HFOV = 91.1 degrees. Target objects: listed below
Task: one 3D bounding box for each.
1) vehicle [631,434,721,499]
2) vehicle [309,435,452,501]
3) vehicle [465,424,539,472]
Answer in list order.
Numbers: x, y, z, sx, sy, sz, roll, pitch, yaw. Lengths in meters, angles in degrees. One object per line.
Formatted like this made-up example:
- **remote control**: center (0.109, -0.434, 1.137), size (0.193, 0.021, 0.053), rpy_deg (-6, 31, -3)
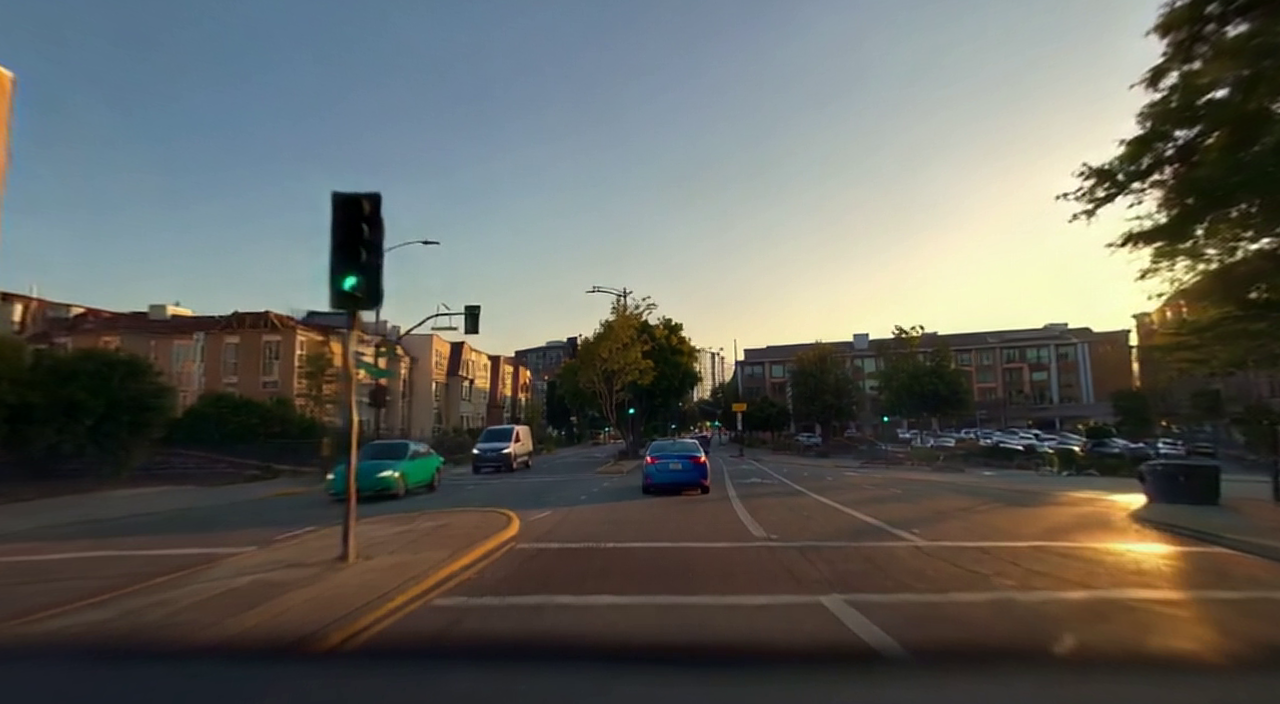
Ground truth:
- **vehicle**: center (0.897, 2.775, 15.807), size (1.950, 1.401, 4.159), rpy_deg (0, -8, 3)
- **vehicle**: center (-6.683, 2.979, 16.796), size (1.884, 1.509, 4.416), rpy_deg (0, -8, 1)
- **vehicle**: center (-6.355, 4.455, 29.574), size (2.310, 2.045, 4.763), rpy_deg (0, -8, 1)
